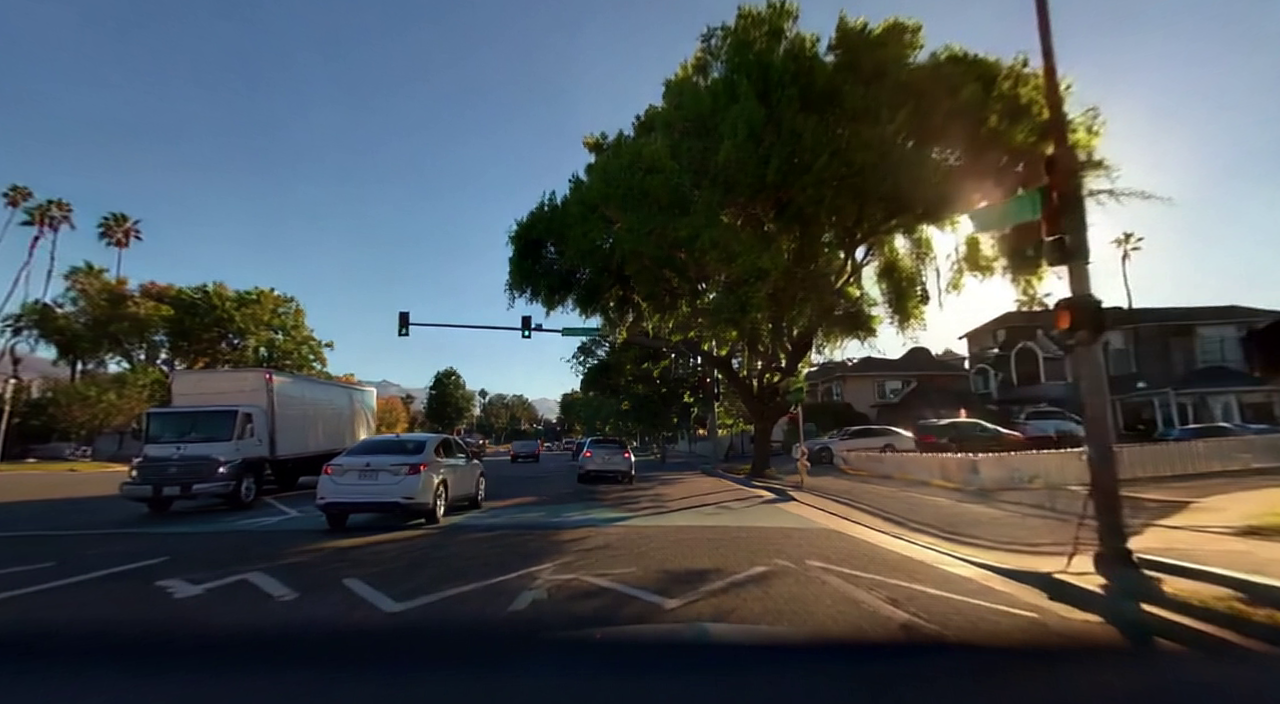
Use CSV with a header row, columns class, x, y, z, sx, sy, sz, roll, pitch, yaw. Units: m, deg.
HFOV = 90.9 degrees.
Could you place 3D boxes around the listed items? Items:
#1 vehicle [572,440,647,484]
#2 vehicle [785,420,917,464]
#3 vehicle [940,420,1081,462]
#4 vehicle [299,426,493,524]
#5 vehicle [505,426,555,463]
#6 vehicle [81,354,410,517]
class,x,y,z,sx,sy,sz,roll,pitch,yaw
vehicle,-0.956,3.412,19.893,2.131,1.222,3.868,0,-8,-2
vehicle,8.770,3.736,26.285,4.742,1.690,2.218,2,-9,-18
vehicle,14.683,3.538,25.058,4.615,1.555,2.021,2,-8,-15
vehicle,-4.128,2.129,11.537,1.709,1.425,4.337,-1,-8,2
vehicle,-5.981,5.112,34.836,2.032,1.852,4.571,-1,-8,-1
vehicle,-7.816,1.847,13.927,2.821,2.701,6.721,0,-8,1
